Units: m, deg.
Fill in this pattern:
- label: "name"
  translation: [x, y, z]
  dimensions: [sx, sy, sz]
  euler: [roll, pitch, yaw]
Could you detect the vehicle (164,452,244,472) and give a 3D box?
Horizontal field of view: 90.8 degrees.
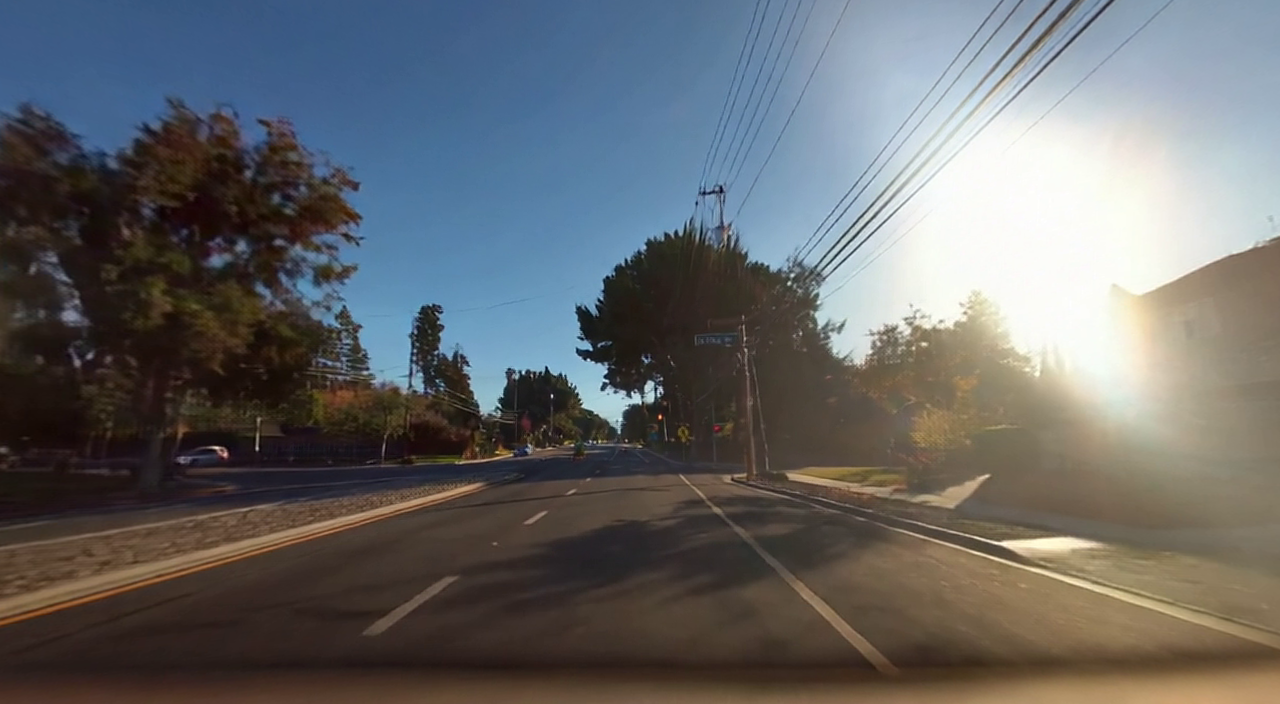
- label: "vehicle"
  translation: [-31.155, 7.841, 45.260]
  dimensions: [4.267, 1.381, 1.786]
  euler: [1, -9, -5]
